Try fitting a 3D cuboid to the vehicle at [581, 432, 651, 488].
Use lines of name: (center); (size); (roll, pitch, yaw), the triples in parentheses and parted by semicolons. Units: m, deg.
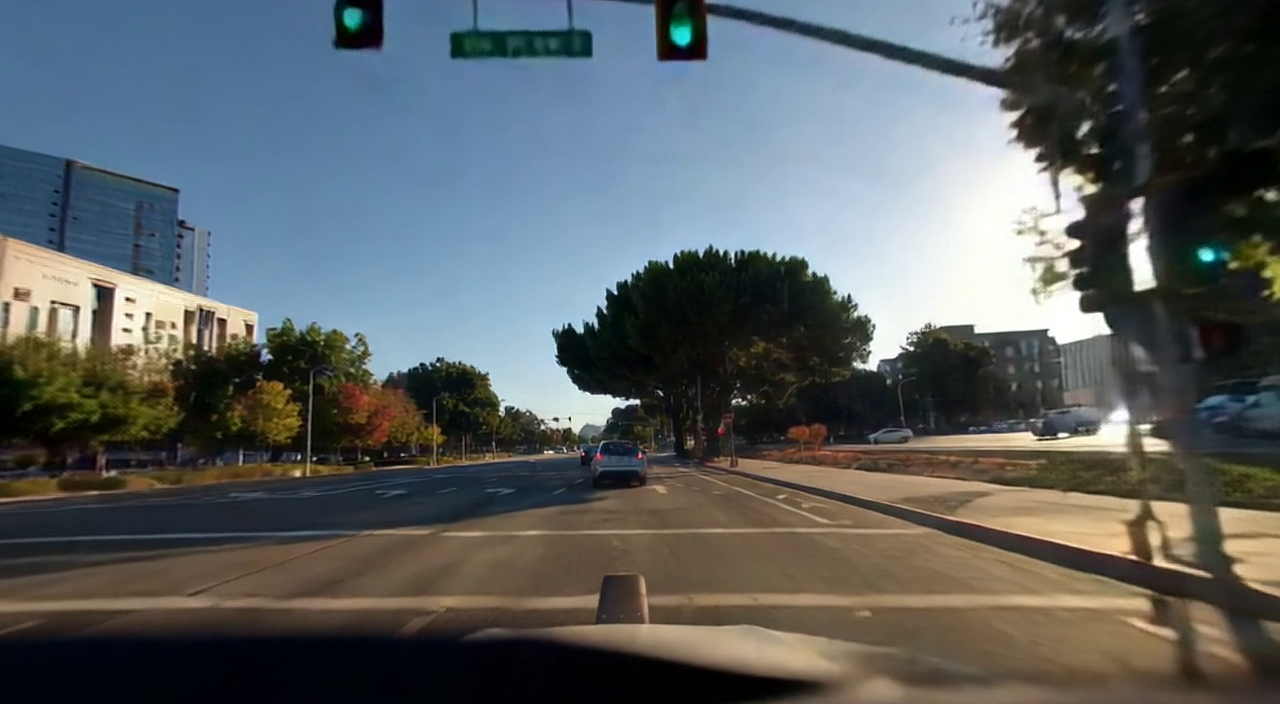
vehicle: (-0.757, 3.634, 21.423); (2.130, 1.711, 4.038); (0, -9, -1)
